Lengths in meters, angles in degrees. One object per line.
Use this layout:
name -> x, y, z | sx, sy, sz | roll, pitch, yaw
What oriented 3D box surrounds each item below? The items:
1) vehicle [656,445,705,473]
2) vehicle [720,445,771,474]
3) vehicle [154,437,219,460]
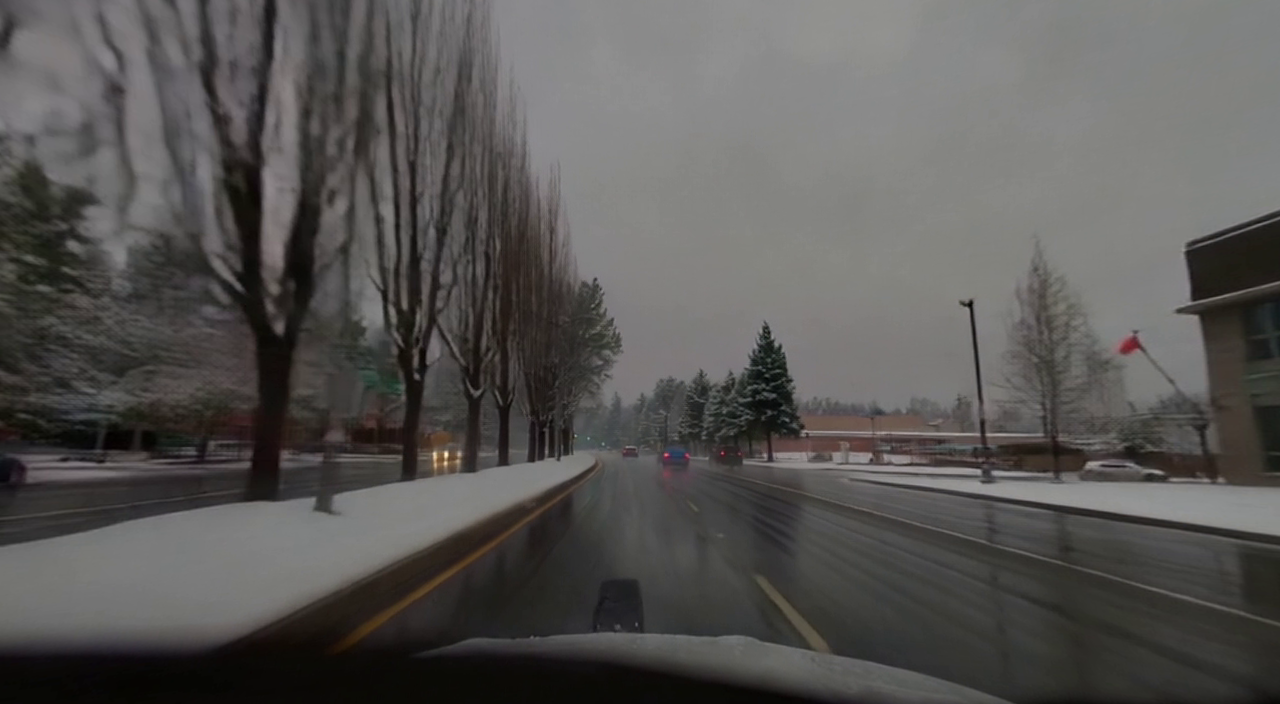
vehicle -> 2.170, 5.937, 35.156 | 2.256, 1.451, 4.313 | 1, -9, -3
vehicle -> 5.770, 5.903, 34.796 | 1.886, 1.528, 4.169 | 1, -9, -3
vehicle -> -31.190, 6.655, 43.445 | 1.752, 1.458, 3.987 | 1, -9, -5
